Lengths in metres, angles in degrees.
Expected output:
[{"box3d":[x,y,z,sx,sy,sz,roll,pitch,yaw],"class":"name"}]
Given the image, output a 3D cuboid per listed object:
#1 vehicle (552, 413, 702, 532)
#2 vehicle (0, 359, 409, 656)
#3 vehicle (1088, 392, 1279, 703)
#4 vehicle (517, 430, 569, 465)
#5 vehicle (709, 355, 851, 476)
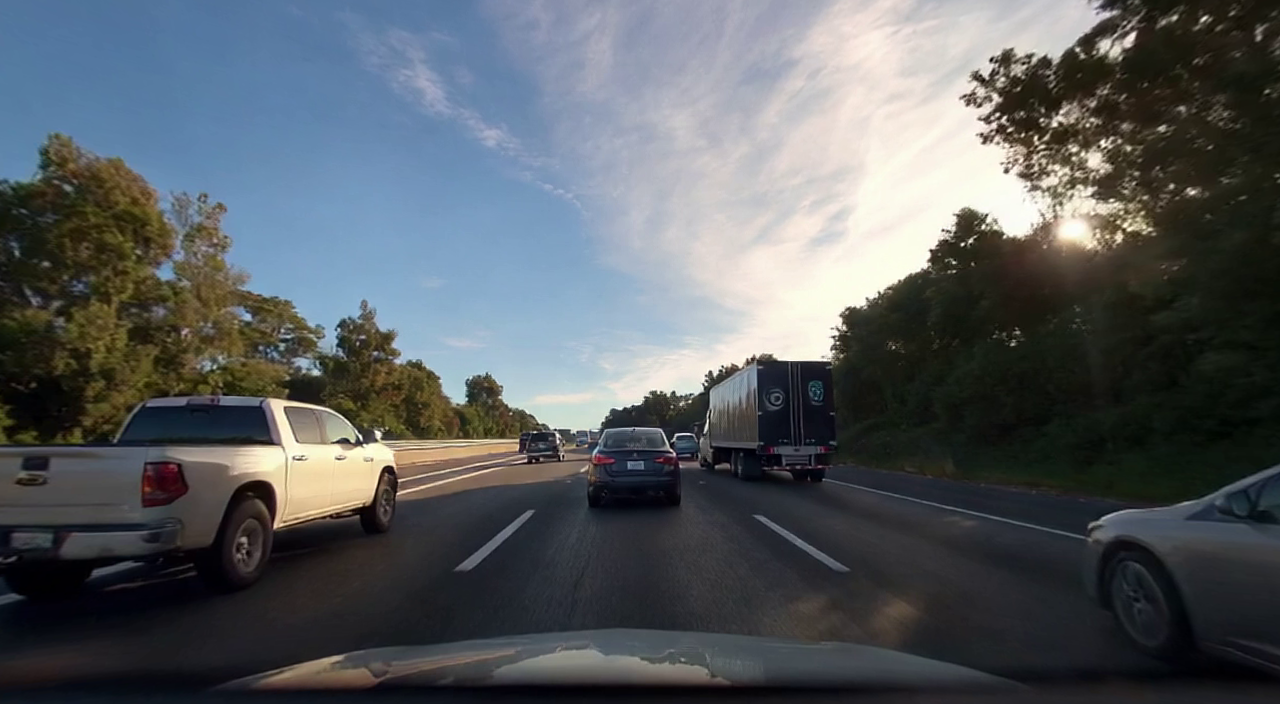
[{"box3d":[-0.203,1.942,10.759,2.083,1.647,3.799,0,-8,-1],"class":"vehicle"},{"box3d":[-4.194,1.231,6.157,2.101,1.767,4.702,0,-8,0],"class":"vehicle"},{"box3d":[3.529,0.773,1.531,1.951,1.477,3.963,0,-8,0],"class":"vehicle"},{"box3d":[-4.799,4.770,31.617,1.971,1.648,3.983,0,-8,0],"class":"vehicle"},{"box3d":[5.563,3.100,28.677,2.888,4.135,14.071,0,-8,-1],"class":"vehicle"}]
